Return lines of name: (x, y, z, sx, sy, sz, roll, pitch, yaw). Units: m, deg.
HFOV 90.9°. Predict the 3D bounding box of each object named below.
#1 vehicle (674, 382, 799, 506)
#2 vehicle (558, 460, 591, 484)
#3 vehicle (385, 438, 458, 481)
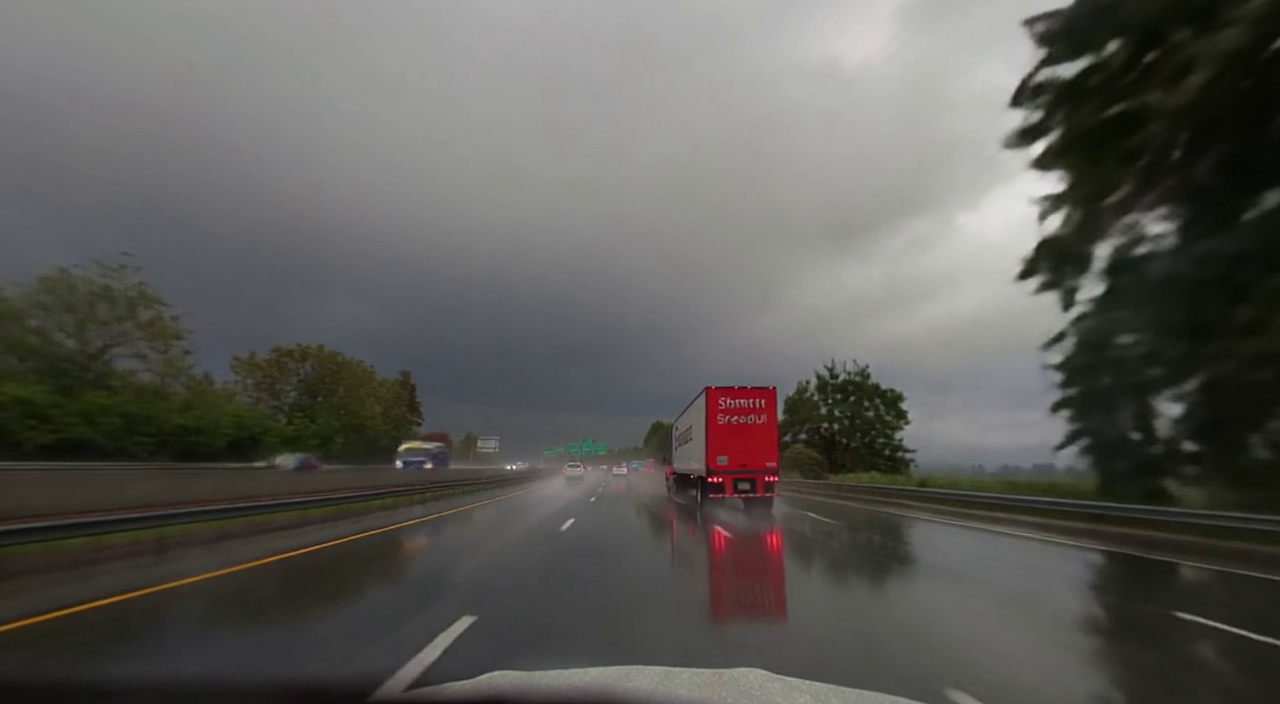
vehicle: (3.776, 4.476, 29.190, 2.992, 4.300, 13.967, 1, -10, -2)
vehicle: (-4.961, 9.106, 48.027, 2.155, 1.667, 4.615, 1, -10, -2)
vehicle: (-13.549, 6.808, 39.604, 2.371, 2.442, 6.351, 1, -10, -2)
